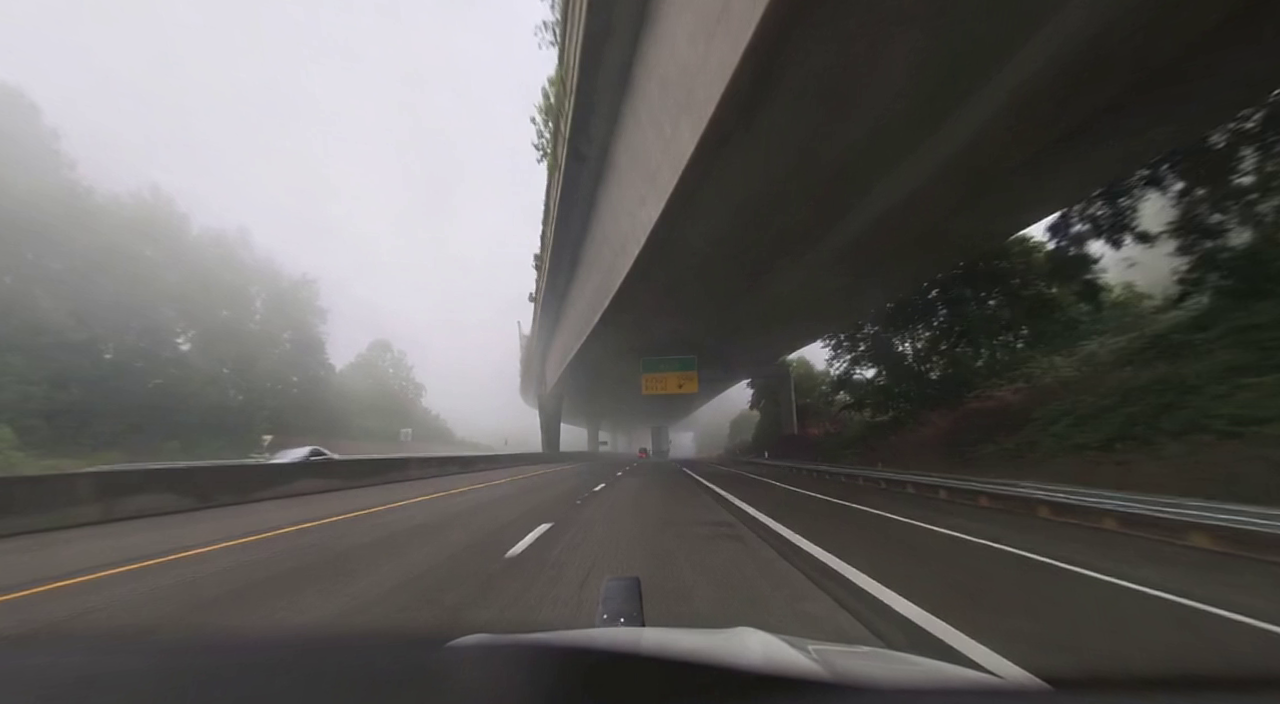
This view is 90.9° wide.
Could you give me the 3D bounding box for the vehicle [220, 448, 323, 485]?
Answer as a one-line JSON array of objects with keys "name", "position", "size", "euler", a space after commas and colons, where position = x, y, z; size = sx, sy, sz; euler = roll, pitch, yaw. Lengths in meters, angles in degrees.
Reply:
[{"name": "vehicle", "position": [-15.229, 4.736, 26.316], "size": [1.729, 1.405, 4.086], "euler": [-1, -9, 2]}]
